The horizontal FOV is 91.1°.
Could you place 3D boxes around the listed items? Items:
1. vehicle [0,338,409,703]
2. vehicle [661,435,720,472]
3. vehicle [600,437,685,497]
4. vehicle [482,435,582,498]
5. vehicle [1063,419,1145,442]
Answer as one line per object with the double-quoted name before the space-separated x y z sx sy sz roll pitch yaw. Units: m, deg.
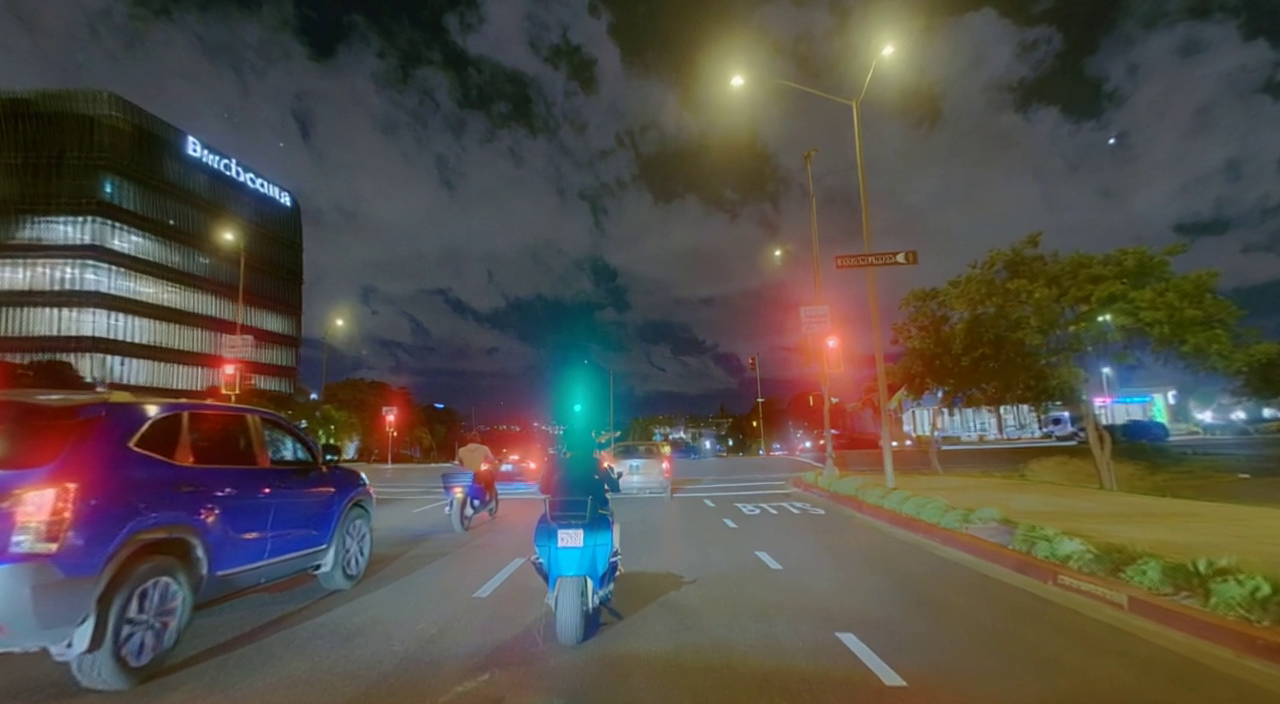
"vehicle" -3.602 1.161 4.691 2.000 1.809 4.405 0 -8 1
"vehicle" 2.533 4.894 30.547 2.082 1.671 3.992 -3 -9 16
"vehicle" 0.199 3.110 17.431 2.025 1.458 4.085 -1 -8 5
"vehicle" -2.991 3.262 18.317 1.935 1.615 4.073 -1 -8 4
"vehicle" 30.735 5.228 41.632 1.751 1.420 4.027 8 -11 -43
